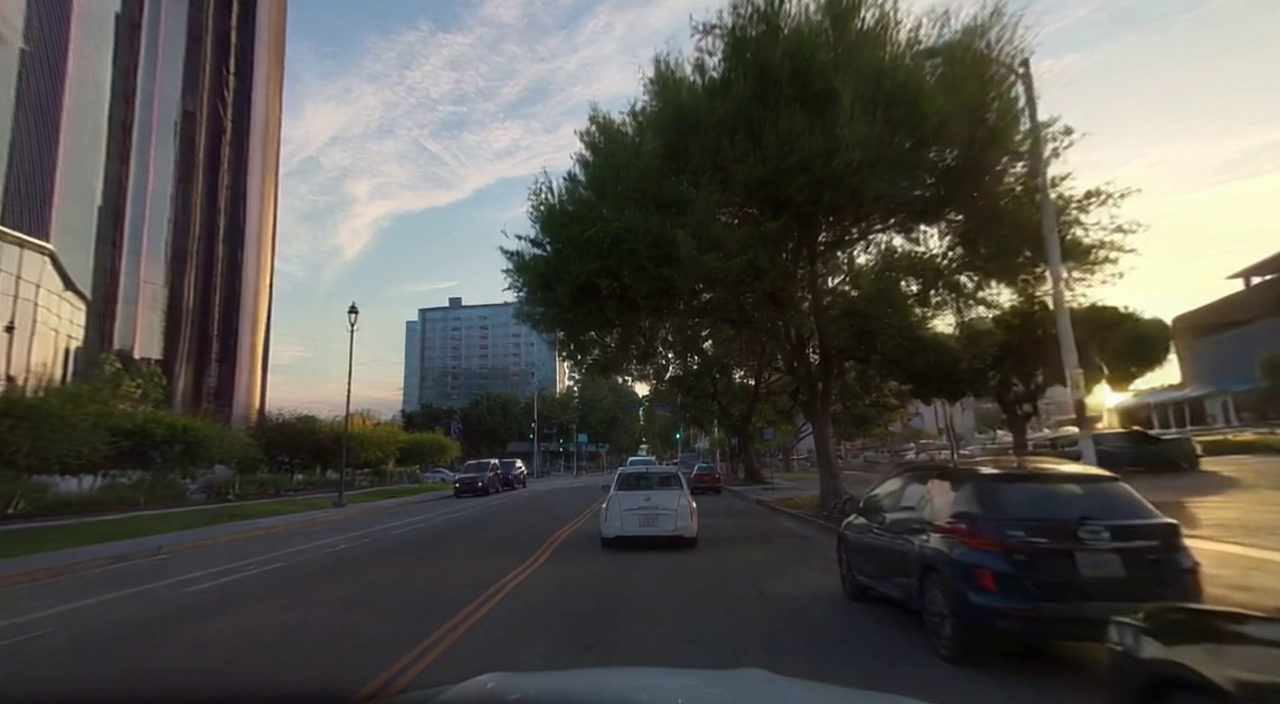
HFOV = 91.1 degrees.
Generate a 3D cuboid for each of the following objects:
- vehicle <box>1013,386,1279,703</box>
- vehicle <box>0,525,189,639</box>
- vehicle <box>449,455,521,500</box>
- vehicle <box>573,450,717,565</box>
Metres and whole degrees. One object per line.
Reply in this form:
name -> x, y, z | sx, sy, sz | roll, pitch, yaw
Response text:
vehicle -> 2.666, 0.742, 0.855 | 1.884, 1.566, 4.018 | 0, -10, 1
vehicle -> -6.858, 2.153, 5.545 | 2.223, 0.774, 4.789 | 1, -10, 1
vehicle -> -6.634, 5.503, 27.360 | 2.024, 1.654, 4.396 | -3, -12, -1
vehicle -> 0.054, 2.538, 10.777 | 2.018, 1.583, 3.646 | 1, -10, -1
